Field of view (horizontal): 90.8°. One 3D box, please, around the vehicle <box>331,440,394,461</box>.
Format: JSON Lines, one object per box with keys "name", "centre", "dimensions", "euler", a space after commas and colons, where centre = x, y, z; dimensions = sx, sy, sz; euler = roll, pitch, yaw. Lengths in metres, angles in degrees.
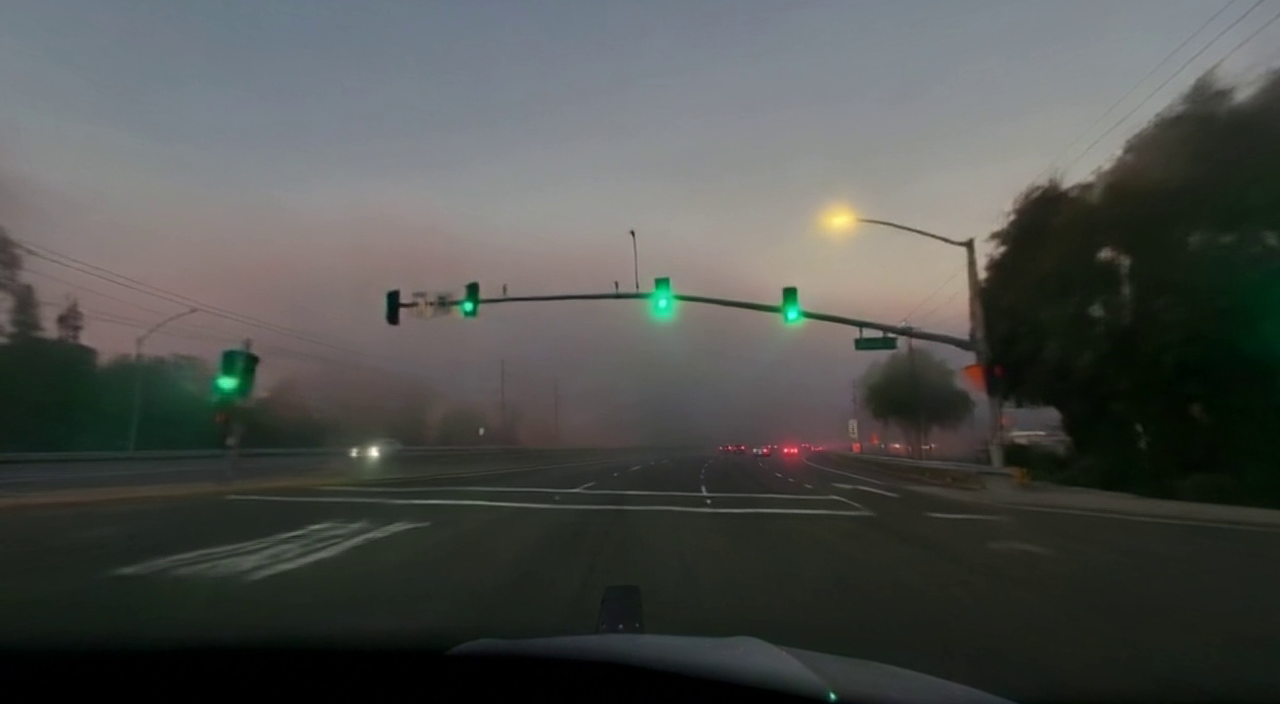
{"name": "vehicle", "centre": [-20.484, 7.278, 46.841], "dimensions": [1.871, 1.474, 4.554], "euler": [-2, -9, 13]}
